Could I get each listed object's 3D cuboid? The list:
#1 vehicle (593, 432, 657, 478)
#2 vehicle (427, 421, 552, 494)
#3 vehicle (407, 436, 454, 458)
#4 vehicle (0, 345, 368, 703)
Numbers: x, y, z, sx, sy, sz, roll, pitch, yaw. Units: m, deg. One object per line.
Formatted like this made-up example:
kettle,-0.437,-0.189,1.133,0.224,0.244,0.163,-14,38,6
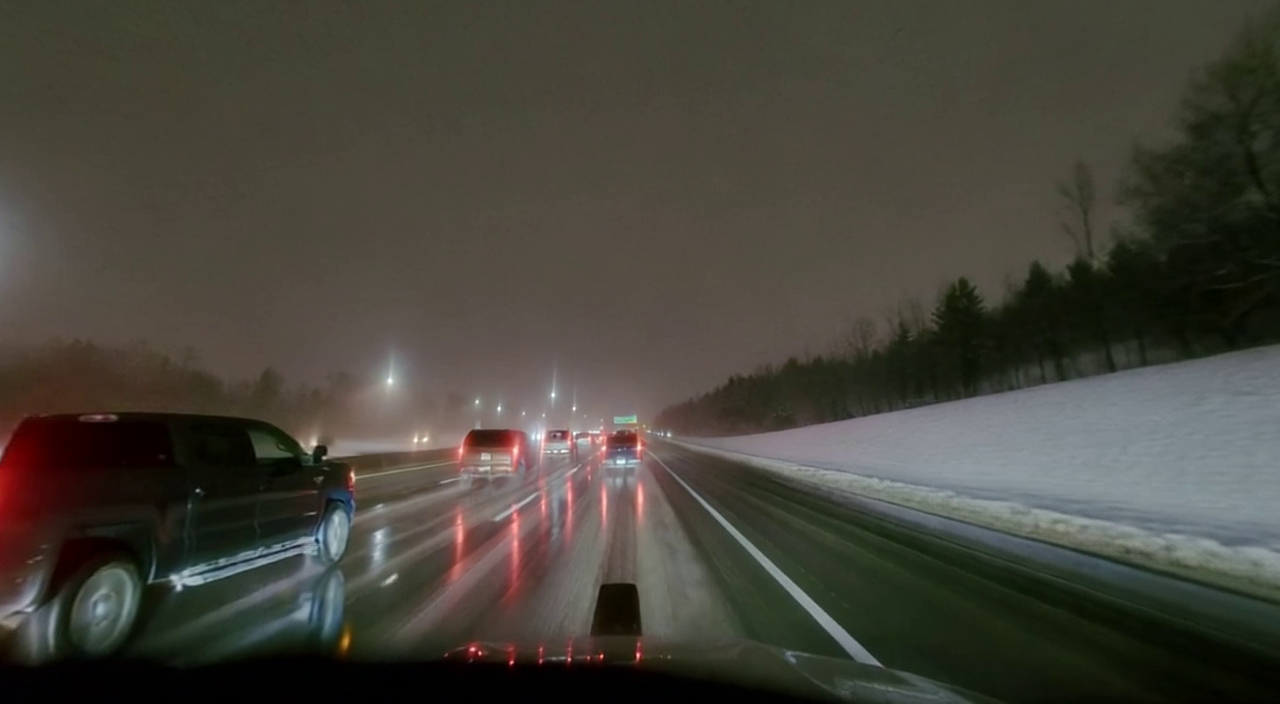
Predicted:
vehicle,-0.503,3.583,22.183,2.070,1.452,3.834,0,-8,0
vehicle,-3.825,2.766,16.953,2.154,1.690,4.595,0,-8,1
vehicle,-15.569,7.055,46.918,2.049,1.578,3.937,0,-8,1
vehicle,-3.885,1.040,4.314,2.107,1.703,4.274,0,-8,0
